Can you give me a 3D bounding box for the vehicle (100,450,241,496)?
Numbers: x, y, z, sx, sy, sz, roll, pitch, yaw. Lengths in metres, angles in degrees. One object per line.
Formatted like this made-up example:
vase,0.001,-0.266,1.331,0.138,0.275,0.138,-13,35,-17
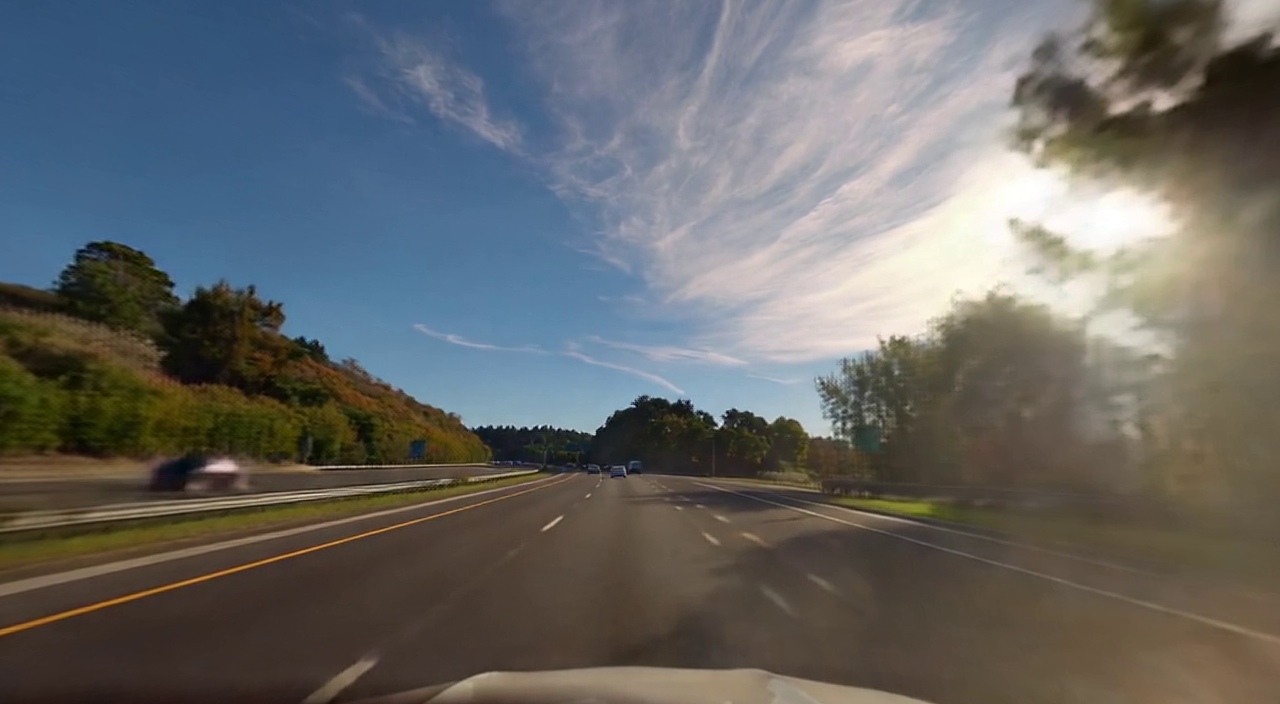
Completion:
vehicle,-16.920,4.390,23.022,1.936,1.481,4.151,1,-10,-1
